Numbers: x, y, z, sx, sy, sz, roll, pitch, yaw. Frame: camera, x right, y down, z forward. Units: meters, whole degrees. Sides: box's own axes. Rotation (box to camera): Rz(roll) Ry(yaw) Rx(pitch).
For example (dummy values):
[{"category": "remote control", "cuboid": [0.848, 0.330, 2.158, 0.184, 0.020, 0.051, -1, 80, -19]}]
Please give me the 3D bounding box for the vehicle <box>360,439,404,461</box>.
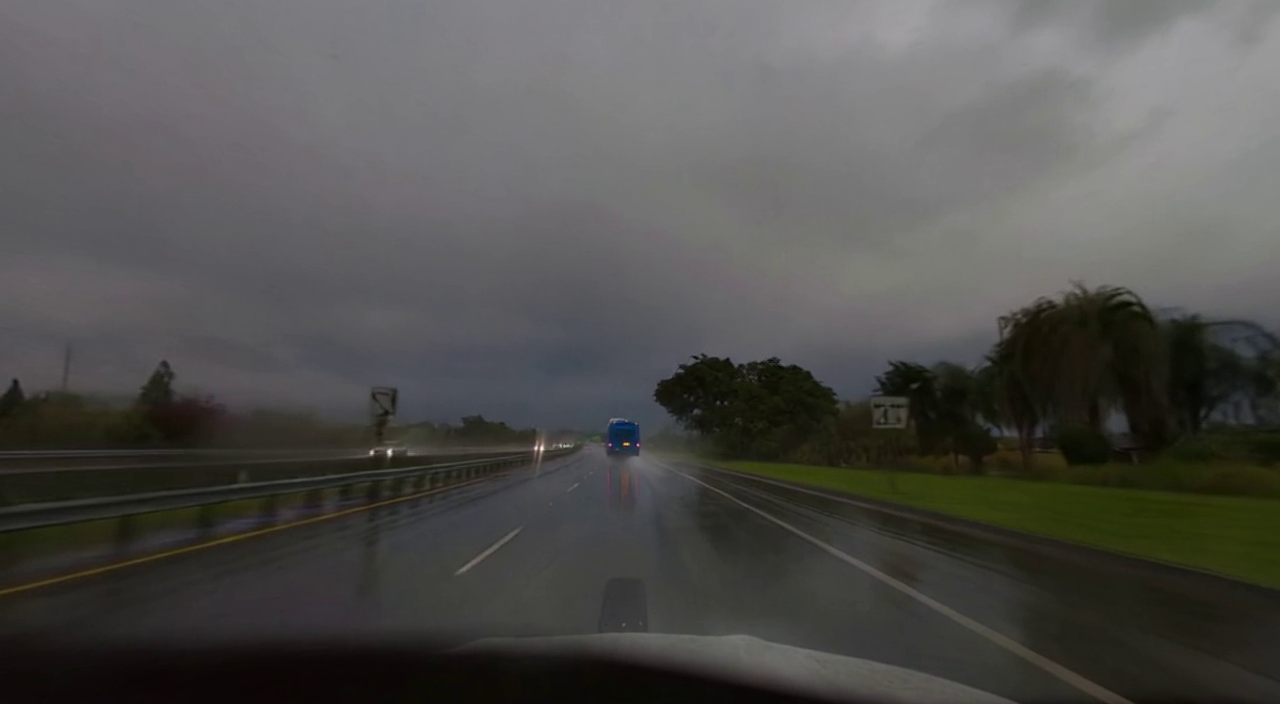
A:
[{"category": "vehicle", "cuboid": [-20.254, 7.703, 49.666, 1.810, 1.612, 4.003, 0, -9, -2]}]
